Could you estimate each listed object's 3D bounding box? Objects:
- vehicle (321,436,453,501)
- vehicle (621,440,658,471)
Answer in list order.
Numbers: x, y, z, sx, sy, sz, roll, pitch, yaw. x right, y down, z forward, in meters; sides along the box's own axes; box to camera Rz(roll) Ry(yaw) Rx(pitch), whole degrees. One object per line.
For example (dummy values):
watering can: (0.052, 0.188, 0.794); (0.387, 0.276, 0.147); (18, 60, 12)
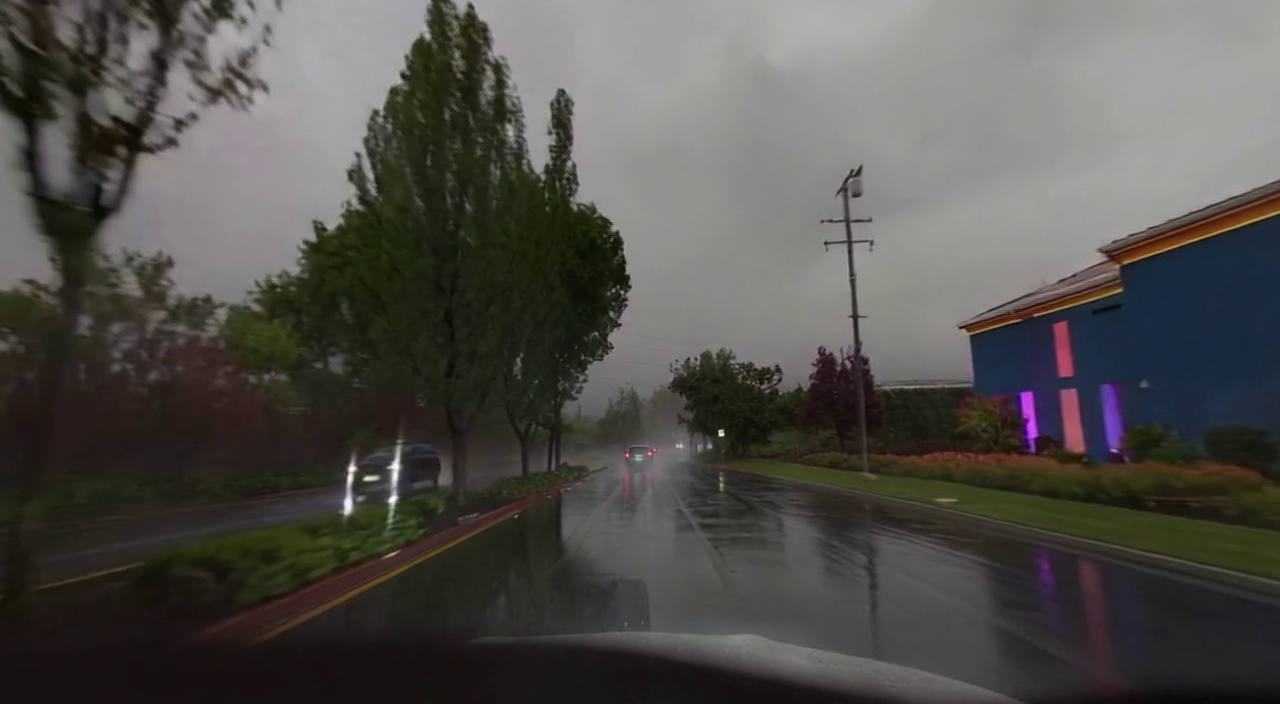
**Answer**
vehicle: (-7.648, 3.527, 19.632); (2.055, 1.757, 4.584); (0, -8, 2)
vehicle: (0.033, 6.195, 37.936); (2.129, 1.713, 4.314); (0, -8, 1)
